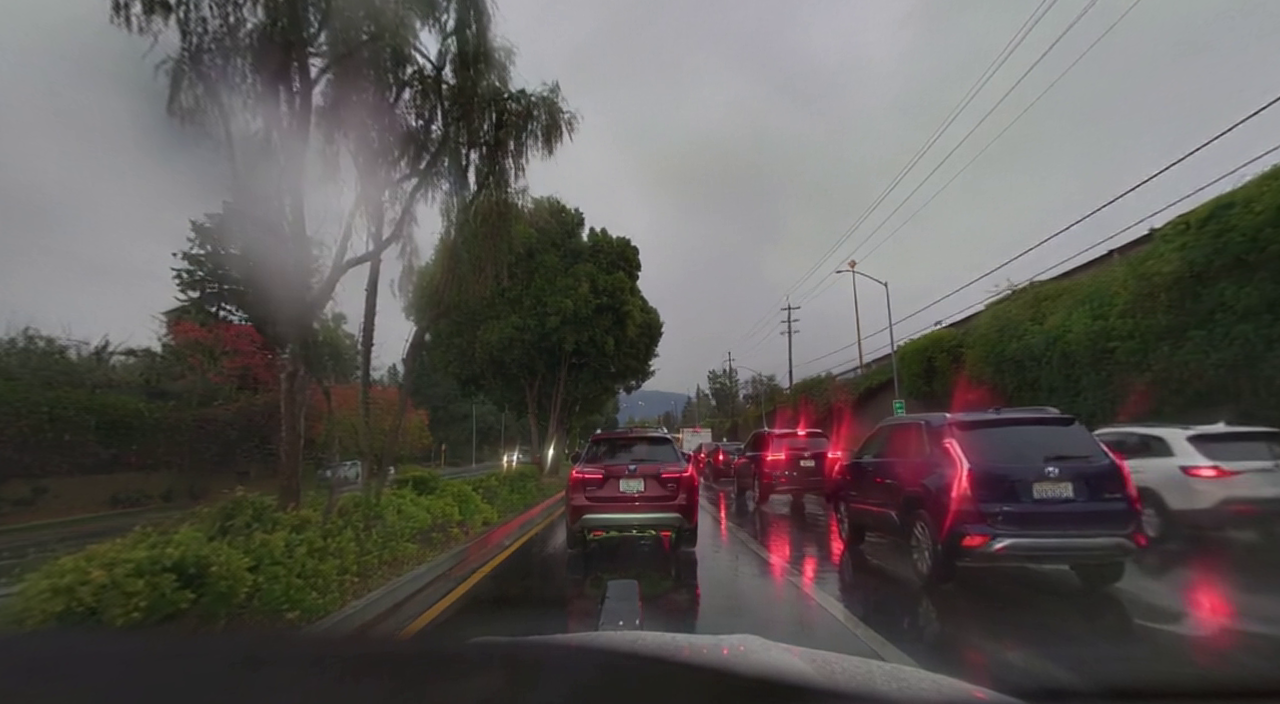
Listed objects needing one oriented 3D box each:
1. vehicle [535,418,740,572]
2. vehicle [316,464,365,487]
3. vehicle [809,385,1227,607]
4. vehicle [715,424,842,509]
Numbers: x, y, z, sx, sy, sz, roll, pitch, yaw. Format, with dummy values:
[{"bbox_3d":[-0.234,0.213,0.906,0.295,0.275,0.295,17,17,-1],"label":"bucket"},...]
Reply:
[{"bbox_3d":[-0.058,1.848,8.986,2.199,1.641,4.232,0,-8,-1],"label":"vehicle"},{"bbox_3d":[-22.906,9.463,48.482,1.847,1.554,3.926,0,-8,-1],"label":"vehicle"},{"bbox_3d":[3.514,1.426,7.100,2.001,1.707,4.250,0,-8,-1],"label":"vehicle"},{"bbox_3d":[3.268,2.815,16.008,2.097,1.818,4.625,0,-8,-1],"label":"vehicle"}]
